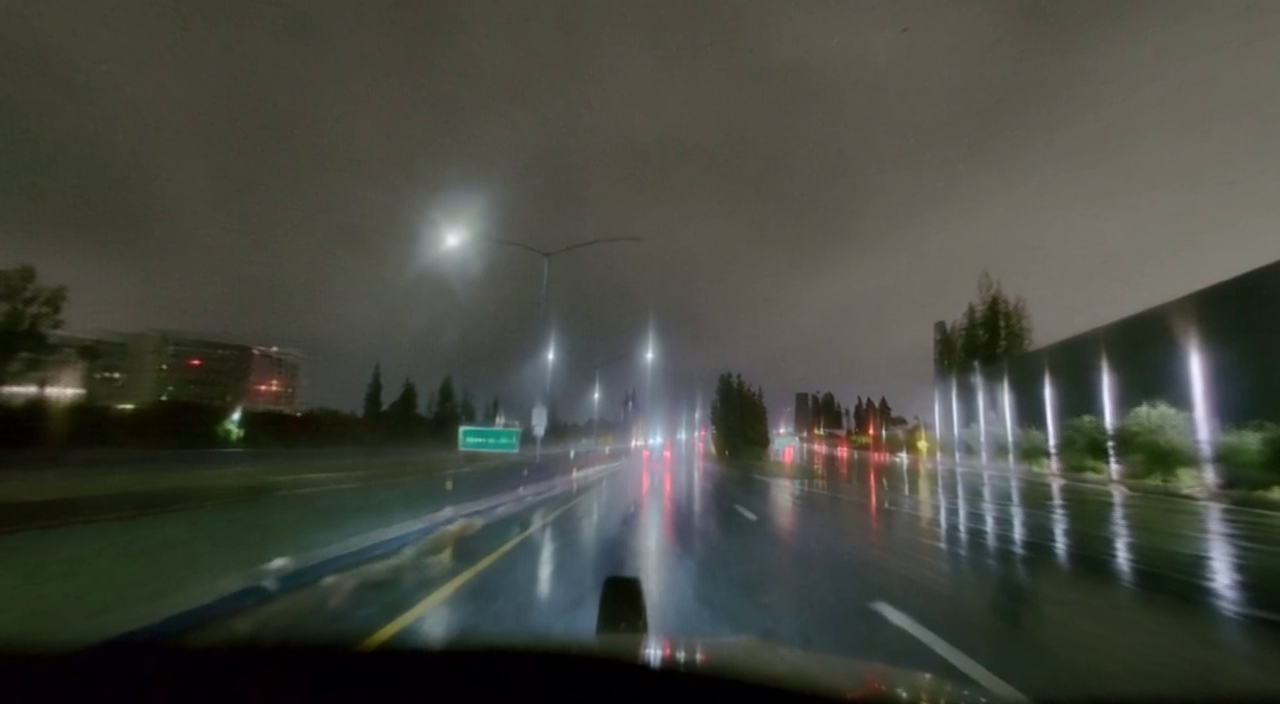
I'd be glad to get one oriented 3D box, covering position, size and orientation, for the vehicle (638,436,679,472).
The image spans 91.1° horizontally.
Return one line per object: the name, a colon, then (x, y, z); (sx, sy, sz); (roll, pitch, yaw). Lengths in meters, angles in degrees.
vehicle: (1.223, 6.611, 40.901); (2.546, 2.126, 5.153); (0, -8, 2)
